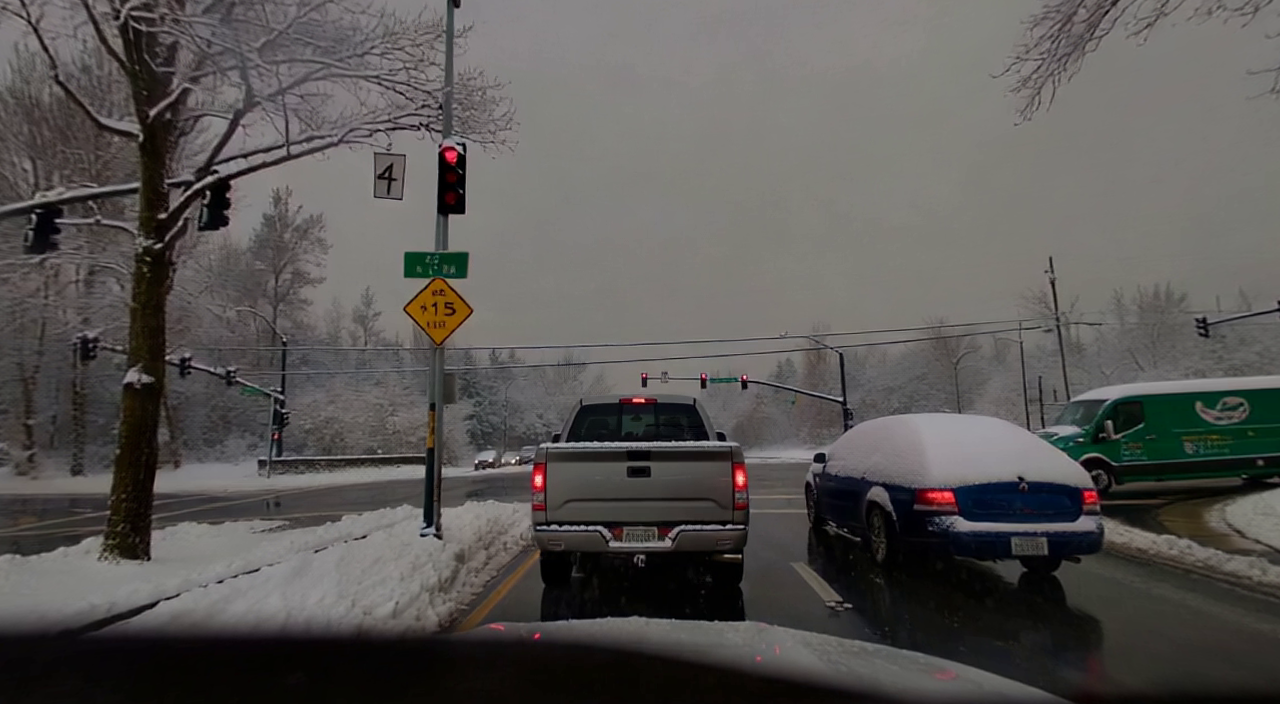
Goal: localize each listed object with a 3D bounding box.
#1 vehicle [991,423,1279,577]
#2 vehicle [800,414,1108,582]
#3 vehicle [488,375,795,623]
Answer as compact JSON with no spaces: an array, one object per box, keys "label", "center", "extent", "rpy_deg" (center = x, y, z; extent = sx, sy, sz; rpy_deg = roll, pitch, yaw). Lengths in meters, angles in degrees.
[{"label":"vehicle","center":[6.828,1.740,8.262],"extent":[1.973,1.470,4.228],"rpy_deg":[0,-8,-1]},{"label":"vehicle","center":[3.563,1.717,8.189],"extent":[1.981,1.616,4.006],"rpy_deg":[0,-8,1]},{"label":"vehicle","center":[0.048,1.477,7.359],"extent":[2.326,1.880,4.964],"rpy_deg":[0,-8,1]}]
